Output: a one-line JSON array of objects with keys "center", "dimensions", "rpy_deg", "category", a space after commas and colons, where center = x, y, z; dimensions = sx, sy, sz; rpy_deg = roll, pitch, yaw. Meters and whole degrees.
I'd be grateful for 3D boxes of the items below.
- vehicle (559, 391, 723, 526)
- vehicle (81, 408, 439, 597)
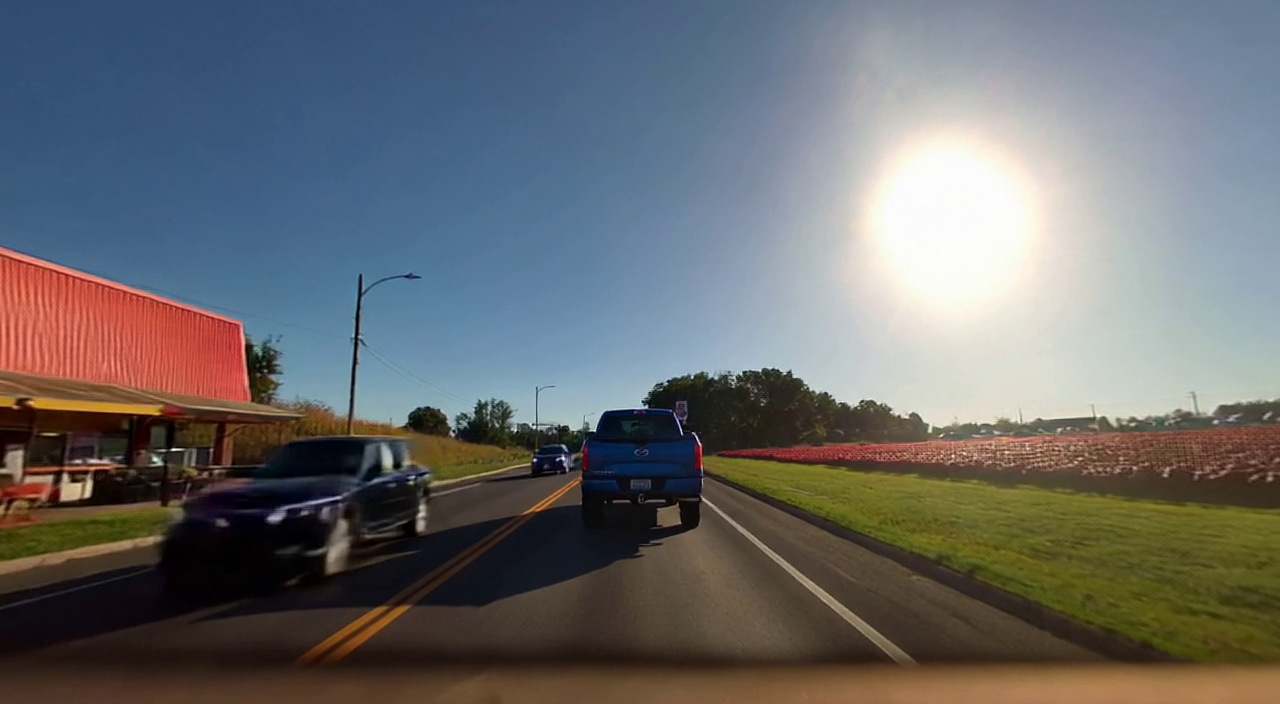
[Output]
[{"center": [-0.075, 2.188, 13.476], "dimensions": [2.693, 2.223, 5.885], "rpy_deg": [0, -8, -2], "category": "vehicle"}, {"center": [-4.324, 1.756, 8.260], "dimensions": [2.081, 1.681, 4.325], "rpy_deg": [-3, -8, -1], "category": "vehicle"}]
